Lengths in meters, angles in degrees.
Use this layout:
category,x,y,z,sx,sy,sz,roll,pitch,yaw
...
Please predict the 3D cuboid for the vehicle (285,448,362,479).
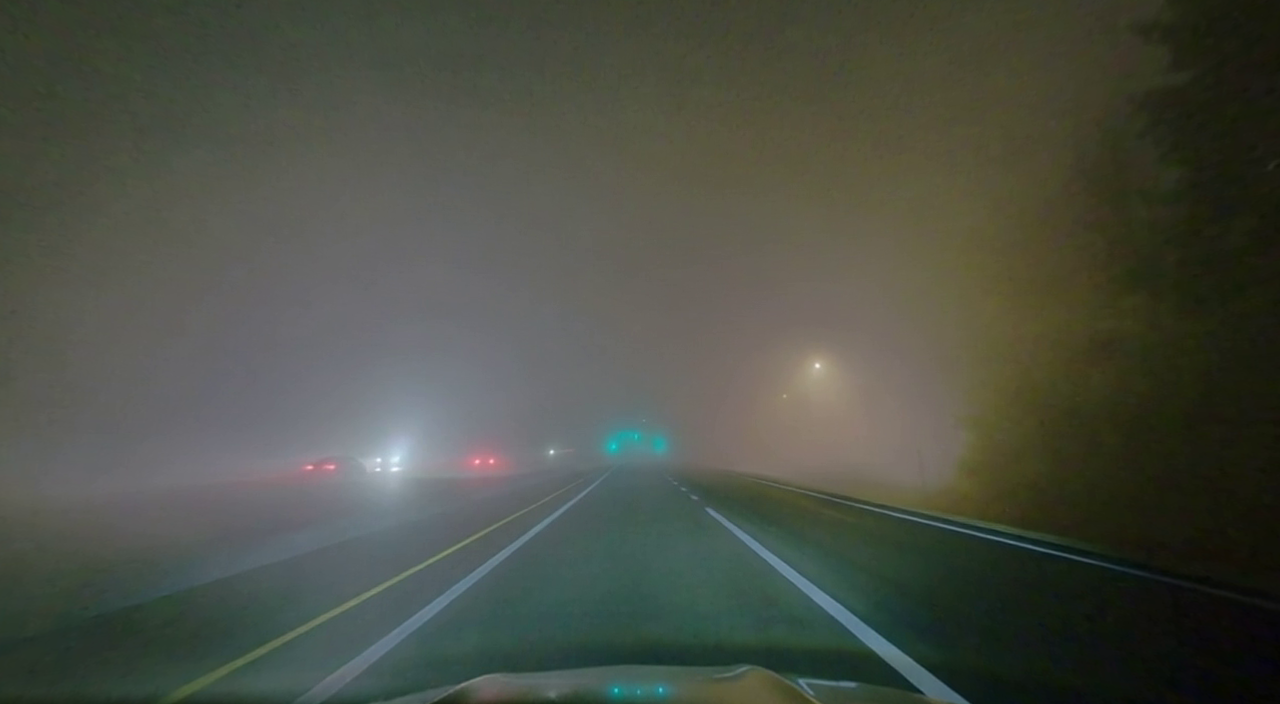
category,x,y,z,sx,sy,sz,roll,pitch,yaw
vehicle,-16.894,5.941,33.920,1.955,1.533,4.097,0,-9,0
